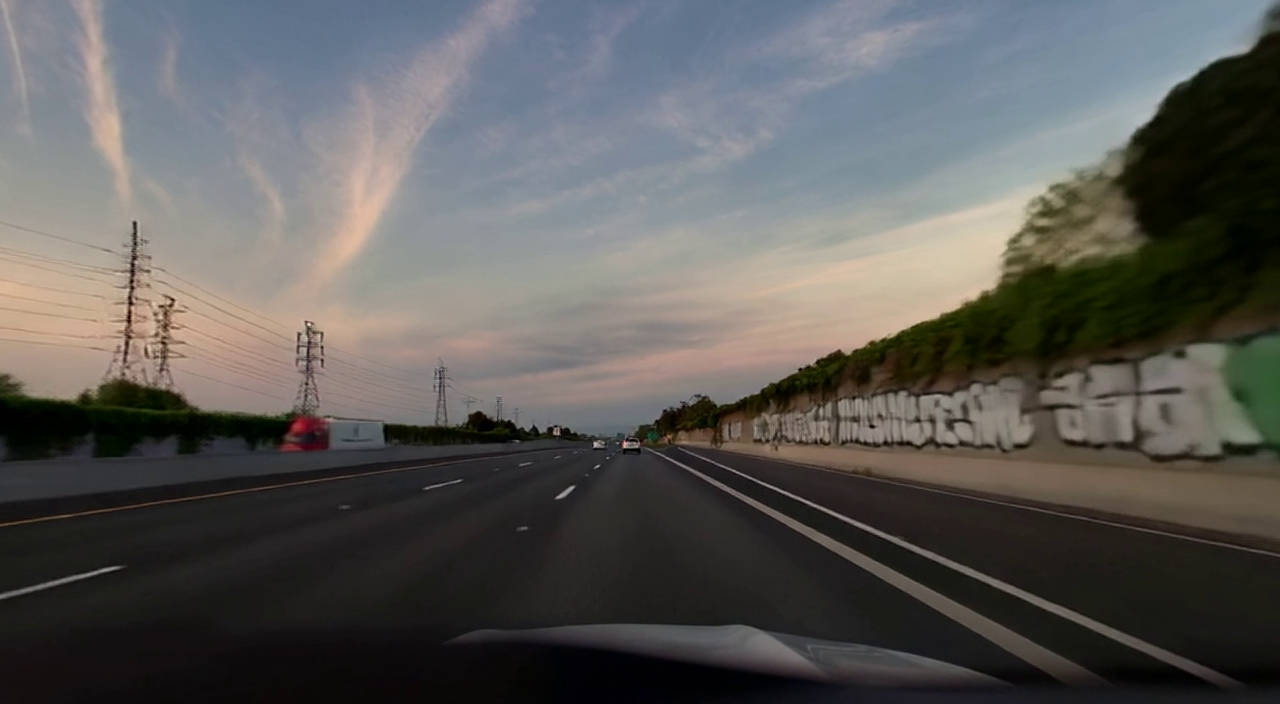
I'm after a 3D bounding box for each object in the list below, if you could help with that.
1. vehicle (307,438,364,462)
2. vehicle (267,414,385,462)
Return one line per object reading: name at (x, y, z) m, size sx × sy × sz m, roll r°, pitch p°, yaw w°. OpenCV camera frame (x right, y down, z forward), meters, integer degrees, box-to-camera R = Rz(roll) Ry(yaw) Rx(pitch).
vehicle at (-19.214, 6.191, 39.918) m, size 1.703 × 1.394 × 3.744 m, roll 0°, pitch -8°, yaw -1°
vehicle at (-23.144, 6.491, 47.549) m, size 2.898 × 3.171 × 12.148 m, roll 0°, pitch -8°, yaw -1°
